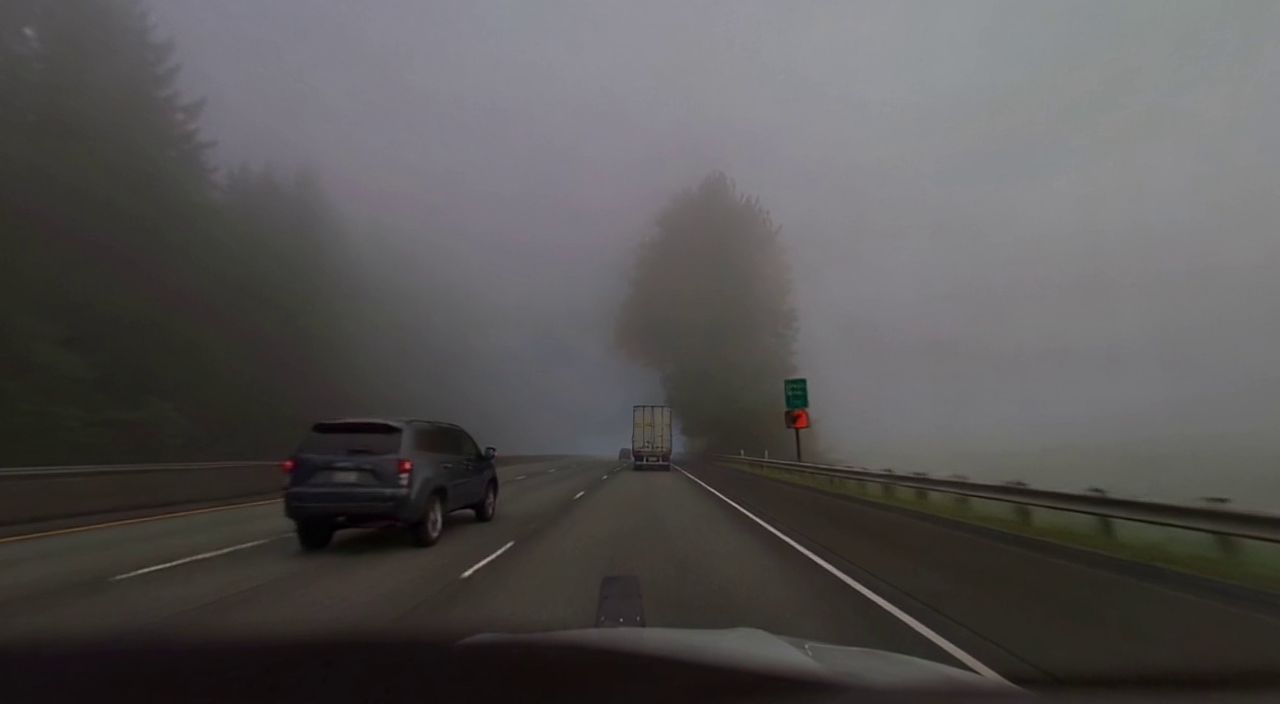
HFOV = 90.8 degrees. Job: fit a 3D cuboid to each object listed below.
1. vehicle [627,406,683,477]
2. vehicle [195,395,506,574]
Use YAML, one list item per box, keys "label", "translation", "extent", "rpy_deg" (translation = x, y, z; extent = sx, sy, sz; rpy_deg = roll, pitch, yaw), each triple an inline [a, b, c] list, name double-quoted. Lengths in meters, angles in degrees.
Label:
- label: "vehicle"
  translation: [0.851, 5.748, 39.865]
  extent: [2.976, 3.800, 12.335]
  rpy_deg: [0, -9, 0]
- label: "vehicle"
  translation: [-3.700, 1.850, 9.522]
  extent: [2.226, 1.933, 5.179]
  rpy_deg: [0, -9, 0]
